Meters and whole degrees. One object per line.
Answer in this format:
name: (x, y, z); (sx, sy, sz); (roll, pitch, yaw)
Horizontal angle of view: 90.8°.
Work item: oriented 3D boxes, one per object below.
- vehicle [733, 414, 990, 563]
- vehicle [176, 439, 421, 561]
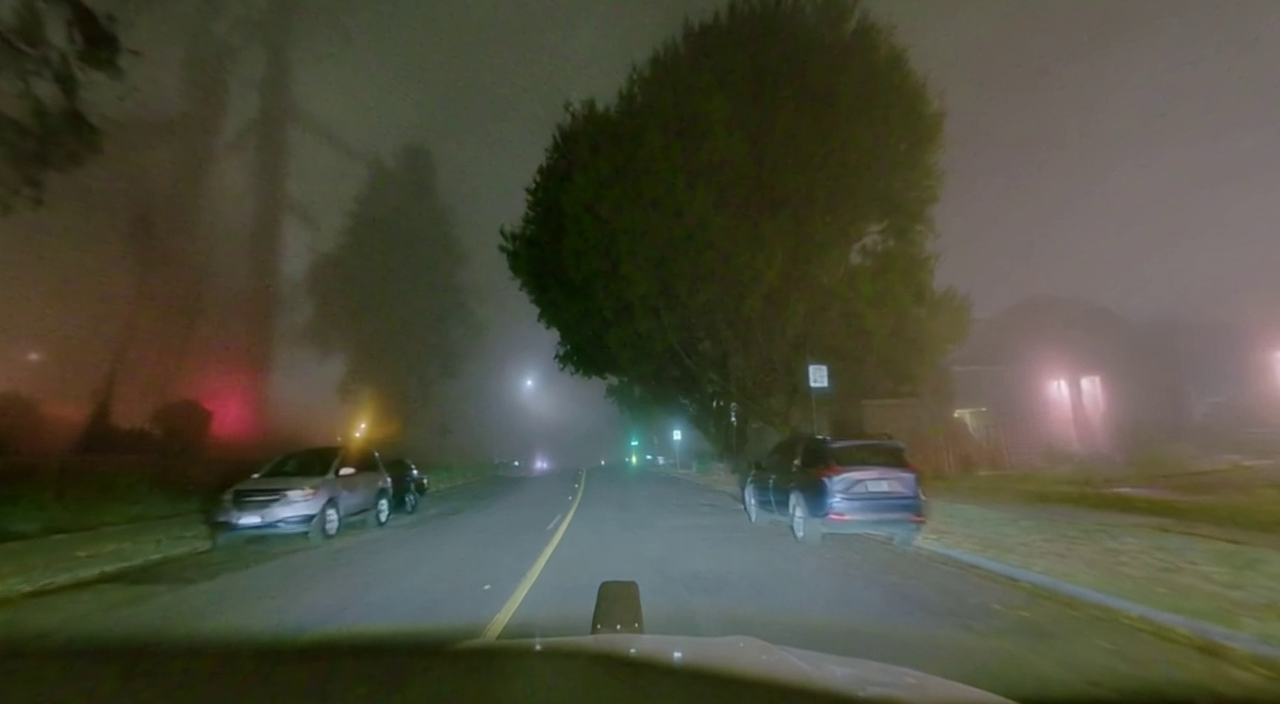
vehicle: (3.011, 1.961, 9.824); (2.163, 1.742, 4.239); (0, -8, -5)
vehicle: (-5.699, 2.429, 11.371); (2.051, 1.575, 4.581); (-3, -7, -3)
